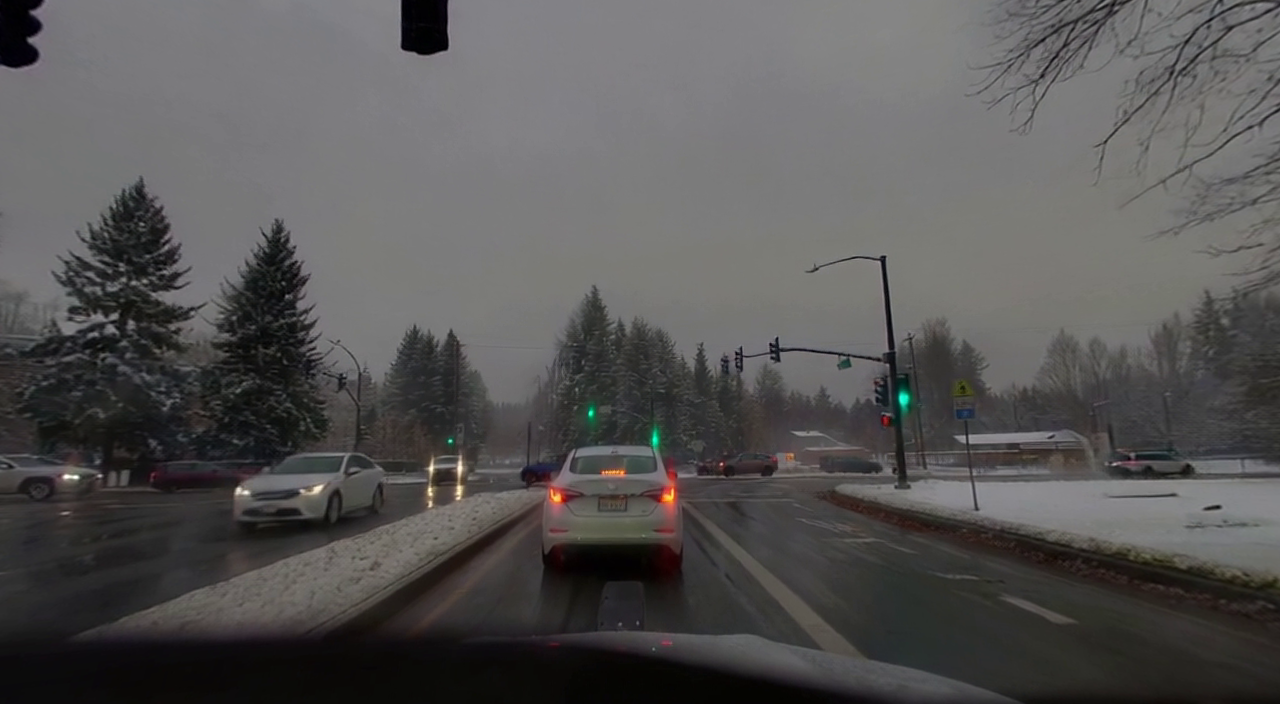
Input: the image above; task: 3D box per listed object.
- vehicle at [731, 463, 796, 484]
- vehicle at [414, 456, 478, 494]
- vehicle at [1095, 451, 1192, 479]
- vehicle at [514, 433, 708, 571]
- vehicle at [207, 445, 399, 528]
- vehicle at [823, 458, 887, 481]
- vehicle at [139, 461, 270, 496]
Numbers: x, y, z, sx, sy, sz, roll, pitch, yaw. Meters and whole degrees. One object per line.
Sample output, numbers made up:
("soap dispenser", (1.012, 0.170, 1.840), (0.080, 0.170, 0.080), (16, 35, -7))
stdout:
("vehicle", (9.118, 8.955, 46.630), (4.254, 1.359, 1.895), (2, -9, -15))
("vehicle", (-8.901, 5.654, 29.417), (2.078, 1.534, 4.646), (1, -9, -8))
("vehicle", (28.086, 6.267, 35.248), (4.601, 1.485, 1.929), (3, -9, -18))
("vehicle", (-0.345, 1.966, 9.093), (2.112, 1.479, 4.264), (0, -9, -1))
("vehicle", (-6.890, 2.752, 13.606), (2.073, 1.459, 4.495), (1, -9, -7))
("vehicle", (16.550, 9.033, 48.640), (4.337, 1.637, 1.860), (2, -9, -16))
("vehicle", (-20.078, 5.834, 29.320), (4.548, 1.449, 1.802), (2, -9, -14))
